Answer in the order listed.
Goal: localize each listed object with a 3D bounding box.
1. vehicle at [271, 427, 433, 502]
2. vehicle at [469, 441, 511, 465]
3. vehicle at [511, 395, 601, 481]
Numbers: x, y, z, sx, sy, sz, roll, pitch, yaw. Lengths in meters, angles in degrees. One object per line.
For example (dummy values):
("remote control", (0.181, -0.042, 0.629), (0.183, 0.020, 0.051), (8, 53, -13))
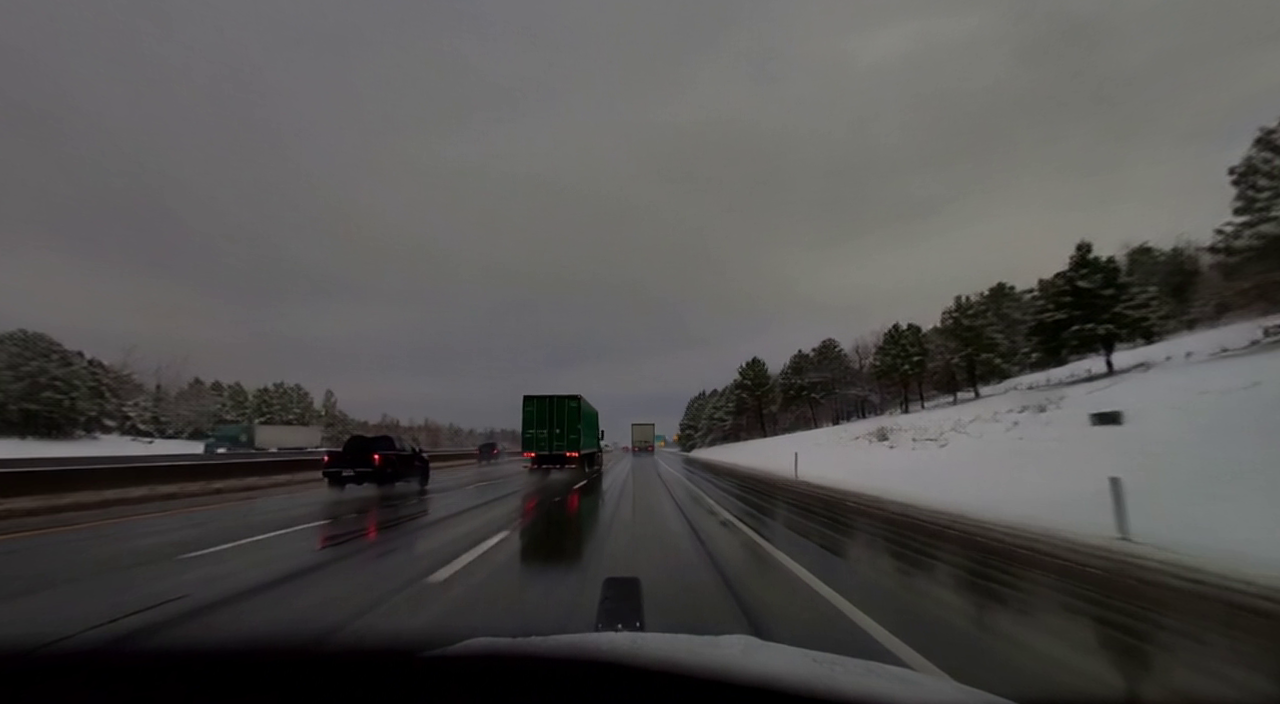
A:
("vehicle", (-7.528, 3.004, 17.161), (2.125, 1.725, 4.715), (0, -9, 0))
("vehicle", (-10.789, 7.284, 45.500), (1.964, 1.652, 4.071), (0, -9, 1))
("vehicle", (-3.577, 4.166, 29.971), (2.789, 3.271, 10.894), (1, -9, 0))
